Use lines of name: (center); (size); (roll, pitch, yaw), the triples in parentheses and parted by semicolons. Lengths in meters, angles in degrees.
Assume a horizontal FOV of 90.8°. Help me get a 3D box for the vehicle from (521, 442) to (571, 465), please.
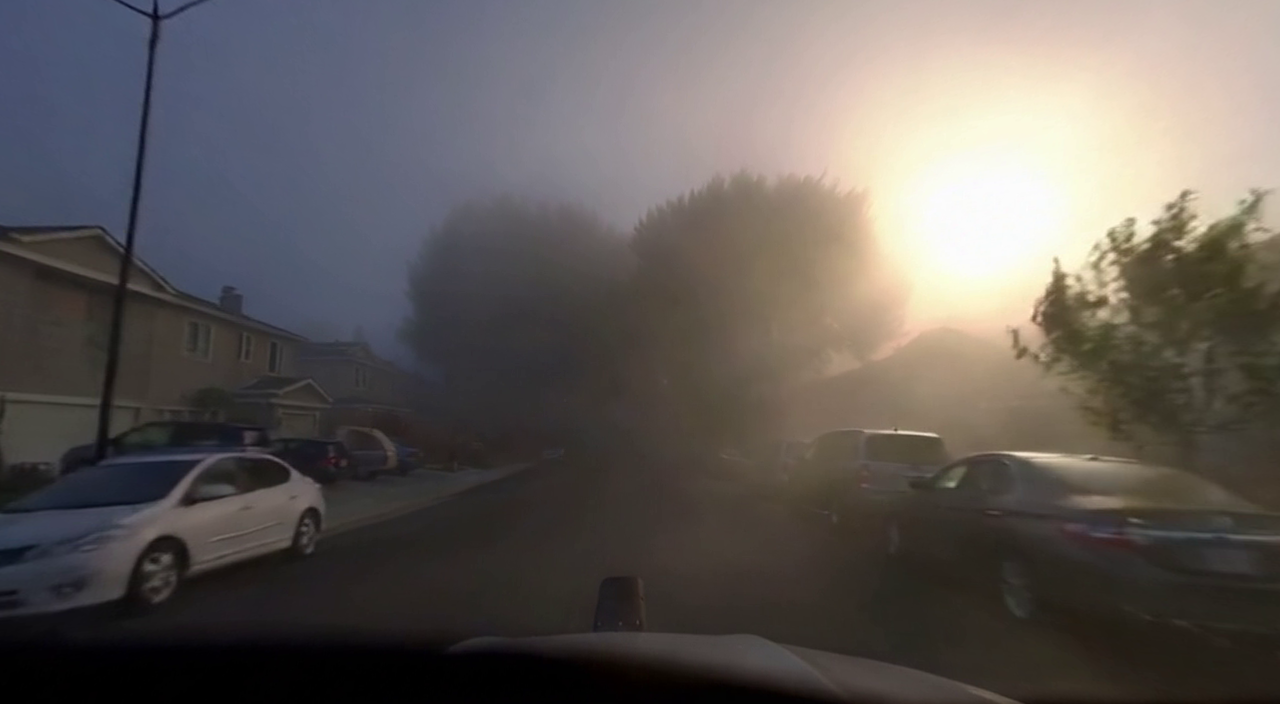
vehicle: (-6.646, 7.064, 44.187); (2.236, 1.459, 4.832); (3, -9, -23)

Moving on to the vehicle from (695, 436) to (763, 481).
vehicle: (3.921, 4.808, 28.902); (2.235, 1.829, 5.194); (0, -8, -1)

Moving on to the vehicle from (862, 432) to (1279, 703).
vehicle: (3.912, 1.515, 5.753); (2.042, 1.456, 4.903); (0, -8, 0)

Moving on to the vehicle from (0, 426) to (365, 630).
vehicle: (-5.024, 1.713, 7.187); (1.943, 1.602, 4.172); (0, -8, -1)
